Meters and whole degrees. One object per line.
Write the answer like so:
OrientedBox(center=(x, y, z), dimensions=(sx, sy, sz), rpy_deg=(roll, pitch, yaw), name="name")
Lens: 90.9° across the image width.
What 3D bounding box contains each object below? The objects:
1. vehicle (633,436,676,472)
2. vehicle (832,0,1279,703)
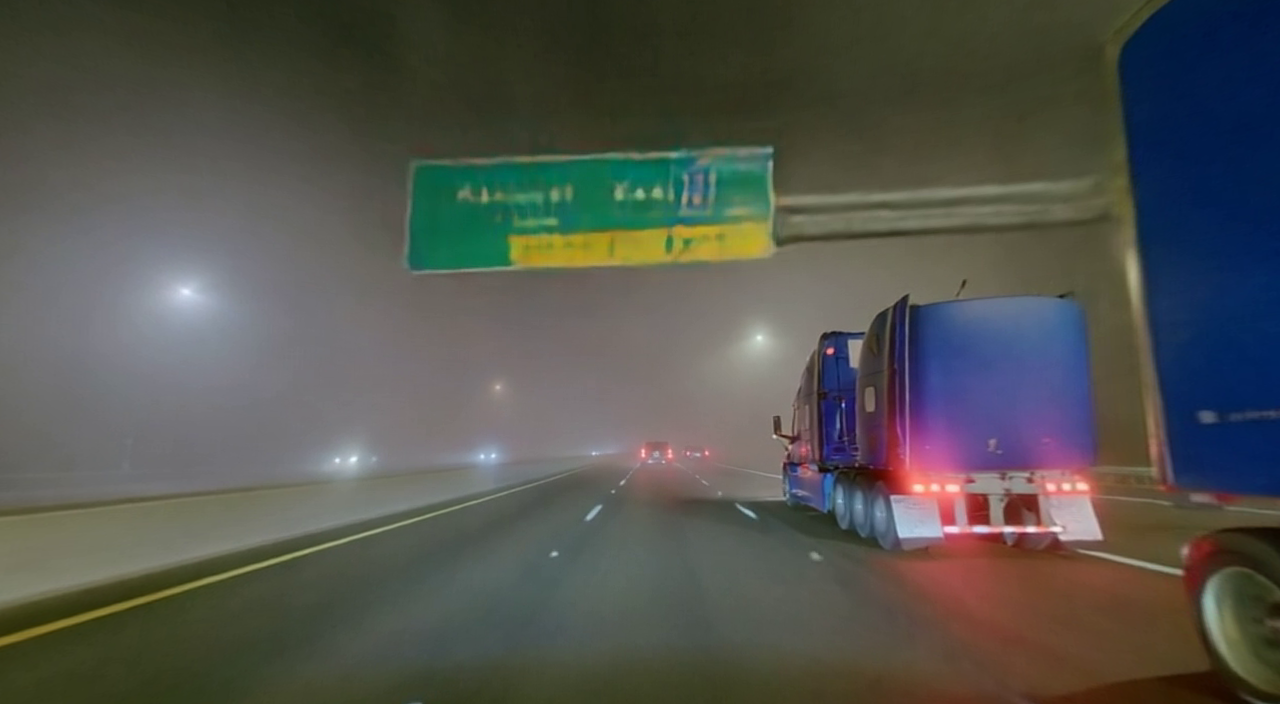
OrientedBox(center=(0.778, 5.605, 34.770), dimensions=(2.205, 1.860, 4.301), rpy_deg=(0, -8, 0), name="vehicle")
OrientedBox(center=(4.184, -0.580, 0.903), dimensions=(3.019, 4.145, 16.453), rpy_deg=(0, -8, 1), name="vehicle")
